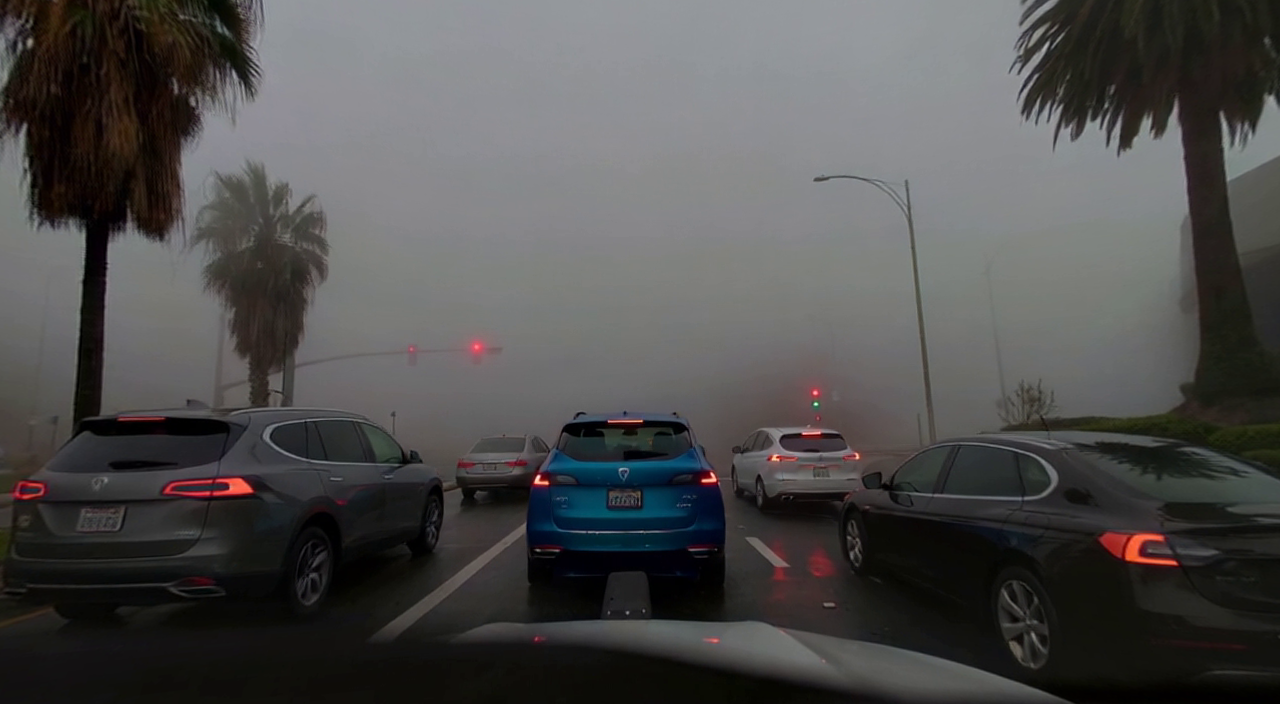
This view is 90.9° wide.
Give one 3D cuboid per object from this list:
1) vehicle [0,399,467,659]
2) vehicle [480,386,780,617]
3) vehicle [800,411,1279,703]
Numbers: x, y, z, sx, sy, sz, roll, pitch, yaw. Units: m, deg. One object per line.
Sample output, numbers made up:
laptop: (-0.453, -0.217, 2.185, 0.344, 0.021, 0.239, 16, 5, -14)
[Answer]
vehicle: (-3.344, 1.384, 6.056, 2.014, 1.534, 4.455, 0, -8, 1)
vehicle: (-0.133, 1.462, 7.073, 2.280, 1.747, 4.361, 0, -8, -2)
vehicle: (2.975, 1.368, 5.253, 2.017, 1.491, 4.611, 0, -8, -1)
